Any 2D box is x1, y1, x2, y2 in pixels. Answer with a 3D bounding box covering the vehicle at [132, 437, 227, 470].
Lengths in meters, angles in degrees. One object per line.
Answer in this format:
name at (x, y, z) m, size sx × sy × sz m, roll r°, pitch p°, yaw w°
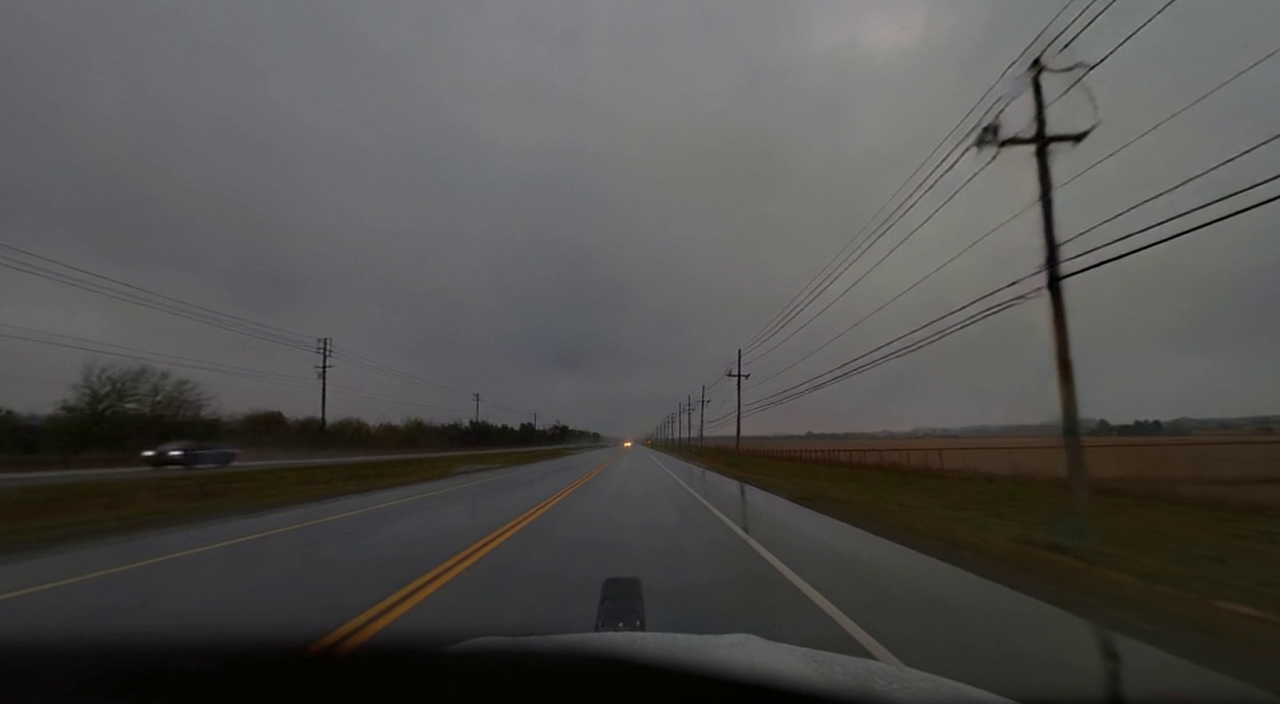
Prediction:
vehicle at (-25.139, 5.565, 34.617) m, size 1.895 × 1.642 × 4.415 m, roll 0°, pitch -9°, yaw 0°
